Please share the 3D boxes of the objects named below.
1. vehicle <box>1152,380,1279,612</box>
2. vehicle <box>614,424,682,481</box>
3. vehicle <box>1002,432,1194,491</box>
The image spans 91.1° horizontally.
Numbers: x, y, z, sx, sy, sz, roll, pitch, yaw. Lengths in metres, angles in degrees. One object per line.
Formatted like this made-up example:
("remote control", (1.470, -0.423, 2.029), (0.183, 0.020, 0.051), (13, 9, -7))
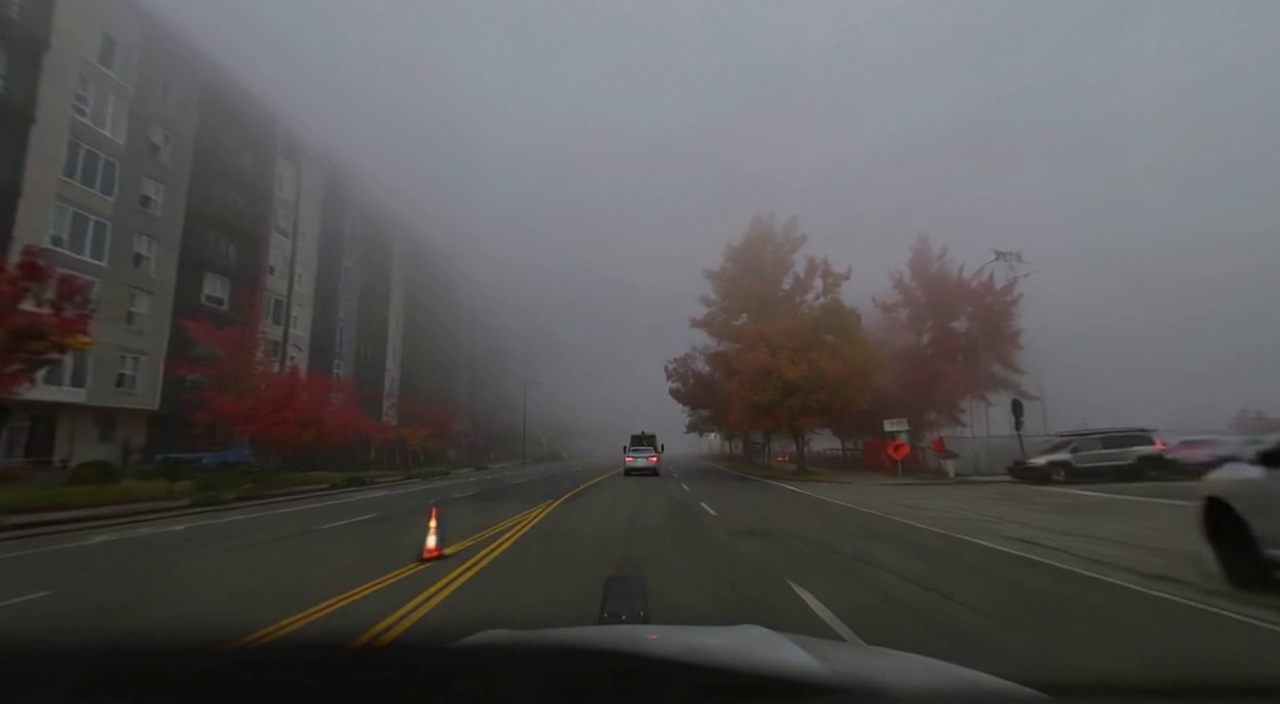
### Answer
("vehicle", (5.834, 0.988, 3.900), (2.120, 1.828, 5.531), (-3, -9, 18))
("vehicle", (0.423, 4.598, 28.935), (2.762, 2.309, 6.723), (-1, -9, 2))
("vehicle", (14.970, 3.600, 20.771), (4.655, 1.798, 2.050), (-1, -9, 0))
